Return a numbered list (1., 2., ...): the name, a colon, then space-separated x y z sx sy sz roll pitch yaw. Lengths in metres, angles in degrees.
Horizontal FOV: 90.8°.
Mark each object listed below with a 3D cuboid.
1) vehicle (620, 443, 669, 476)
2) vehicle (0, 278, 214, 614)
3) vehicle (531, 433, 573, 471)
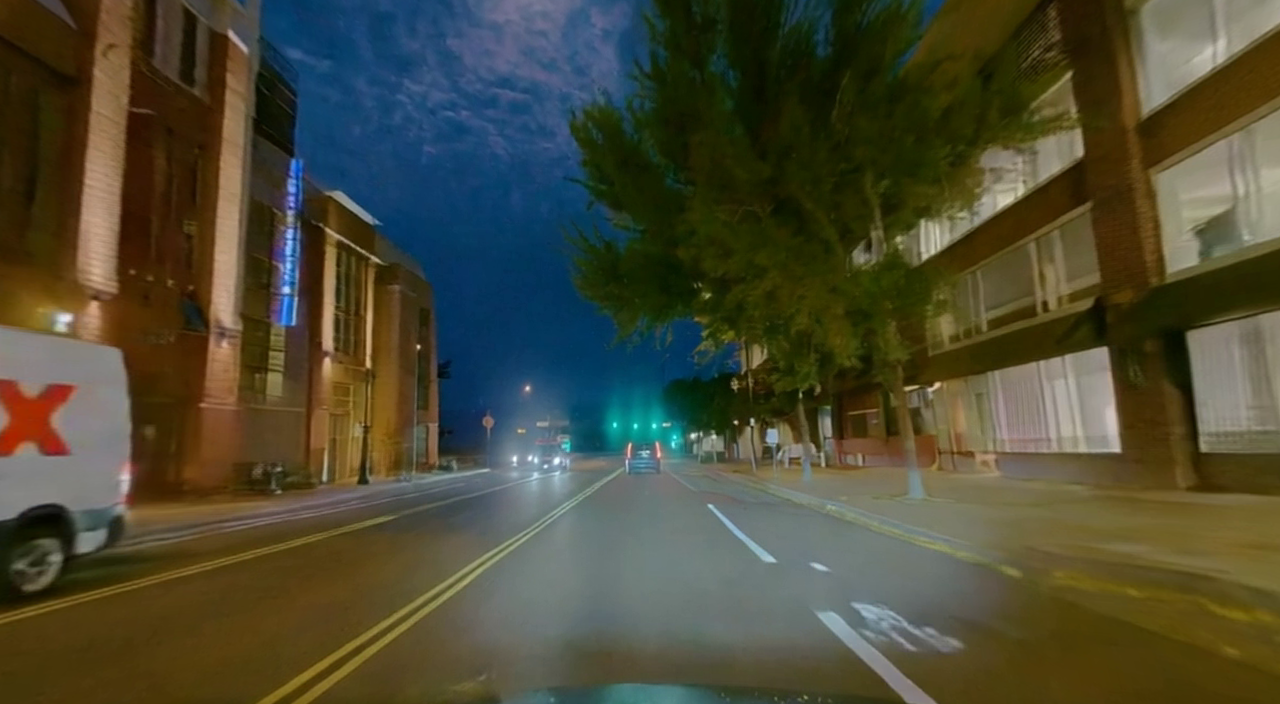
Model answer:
1. vehicle: 0.300 5.559 32.919 2.356 1.572 4.810 0 -9 2
2. vehicle: -7.284 0.743 4.951 2.754 3.065 7.103 0 -8 1
3. vehicle: -6.511 7.429 47.396 2.418 2.620 5.522 -1 -8 0
